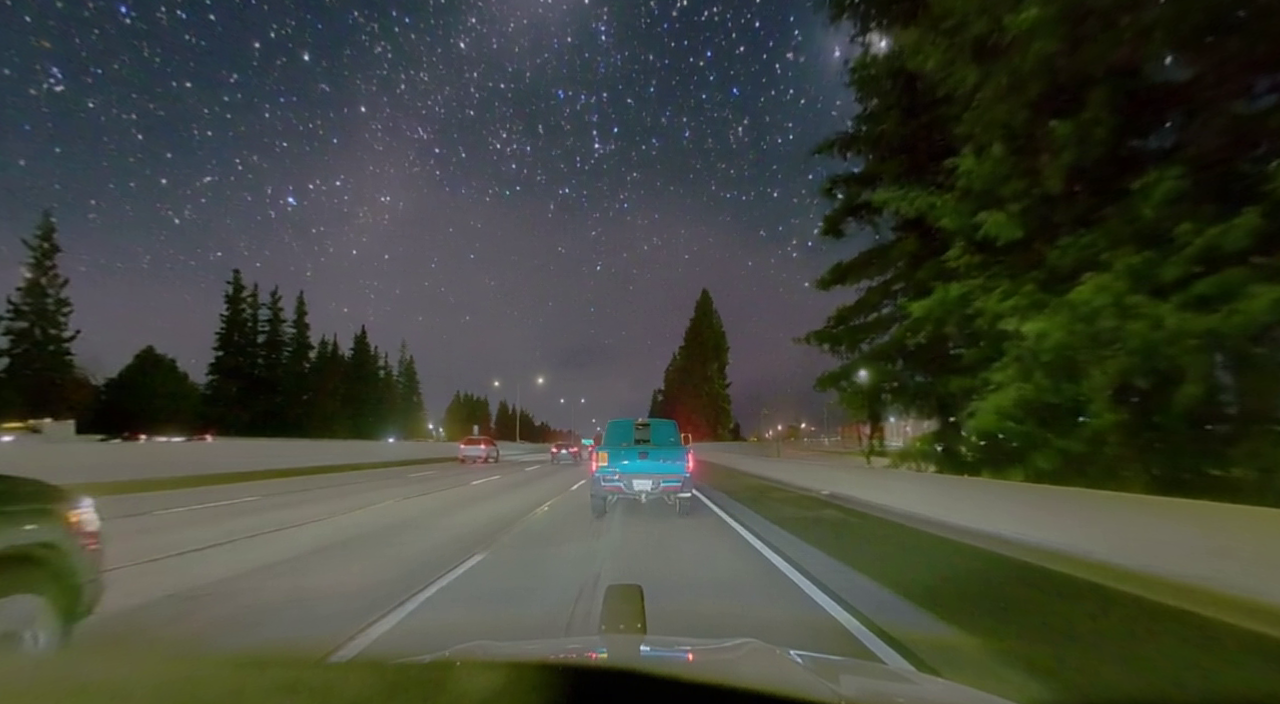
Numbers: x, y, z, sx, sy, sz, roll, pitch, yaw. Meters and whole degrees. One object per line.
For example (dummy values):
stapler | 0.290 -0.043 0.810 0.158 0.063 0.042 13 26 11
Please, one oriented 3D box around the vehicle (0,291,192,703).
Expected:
vehicle | -4.101 0.476 1.088 2.486 1.962 5.525 0 -8 1

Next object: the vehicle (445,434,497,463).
vehicle | -10.816 6.219 40.721 2.009 1.771 4.540 0 -8 1

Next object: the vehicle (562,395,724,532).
vehicle | 0.023 1.997 11.763 2.395 2.013 4.734 0 -8 -1
